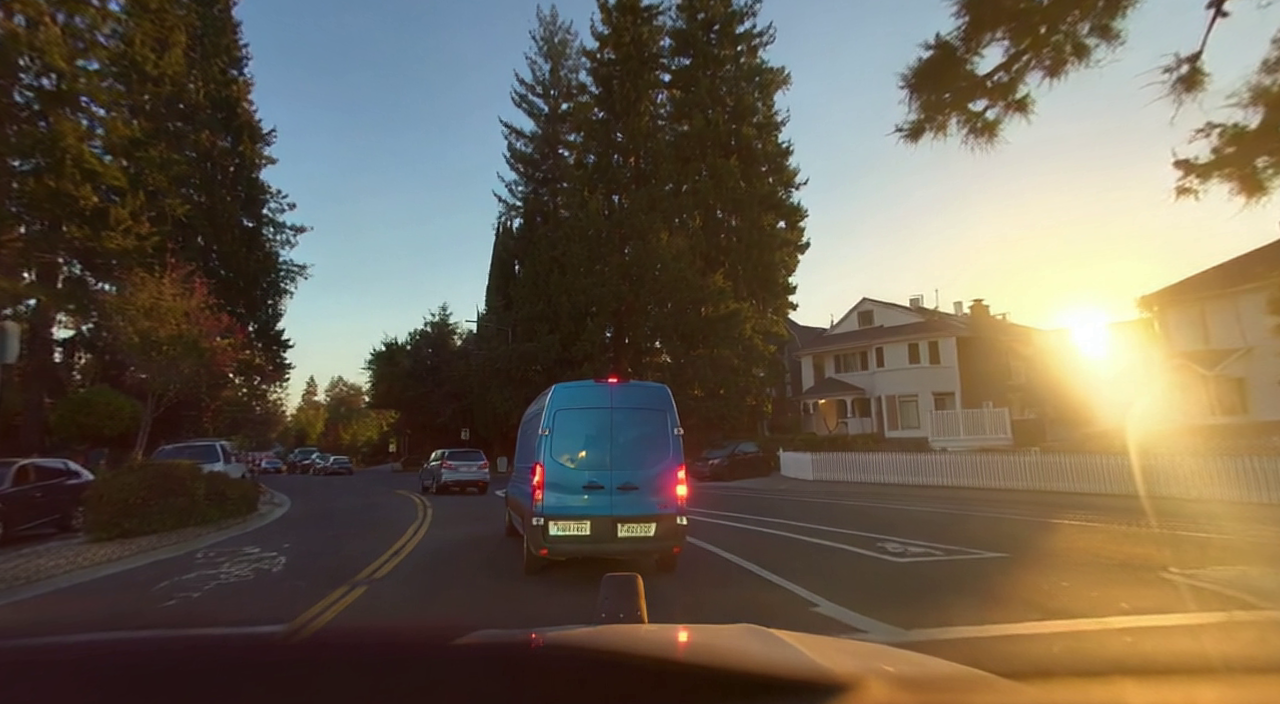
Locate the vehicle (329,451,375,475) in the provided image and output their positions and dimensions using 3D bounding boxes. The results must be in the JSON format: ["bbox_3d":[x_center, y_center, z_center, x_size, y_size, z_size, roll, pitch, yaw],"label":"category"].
[{"bbox_3d":[-19.084,7.276,41.713,1.911,1.493,4.291,6,-10,-35],"label":"vehicle"}]

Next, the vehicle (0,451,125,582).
[{"bbox_3d":[-8.200,1.851,7.001,1.952,1.461,4.377,2,-9,-12],"label":"vehicle"}]

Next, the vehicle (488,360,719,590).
[{"bbox_3d":[-0.866,1.518,8.517,2.213,2.124,4.809,2,-9,-14],"label":"vehicle"}]

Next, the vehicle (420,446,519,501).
[{"bbox_3d":[-5.279,3.579,19.159,2.008,1.445,4.386,4,-10,-27],"label":"vehicle"}]

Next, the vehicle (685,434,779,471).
[{"bbox_3d":[4.709,5.099,32.132,4.559,1.754,1.985,6,-10,-35],"label":"vehicle"}]

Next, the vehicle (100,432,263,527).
[{"bbox_3d":[-10.953,2.987,15.623,2.228,1.871,5.492,4,-10,-26],"label":"vehicle"}]
